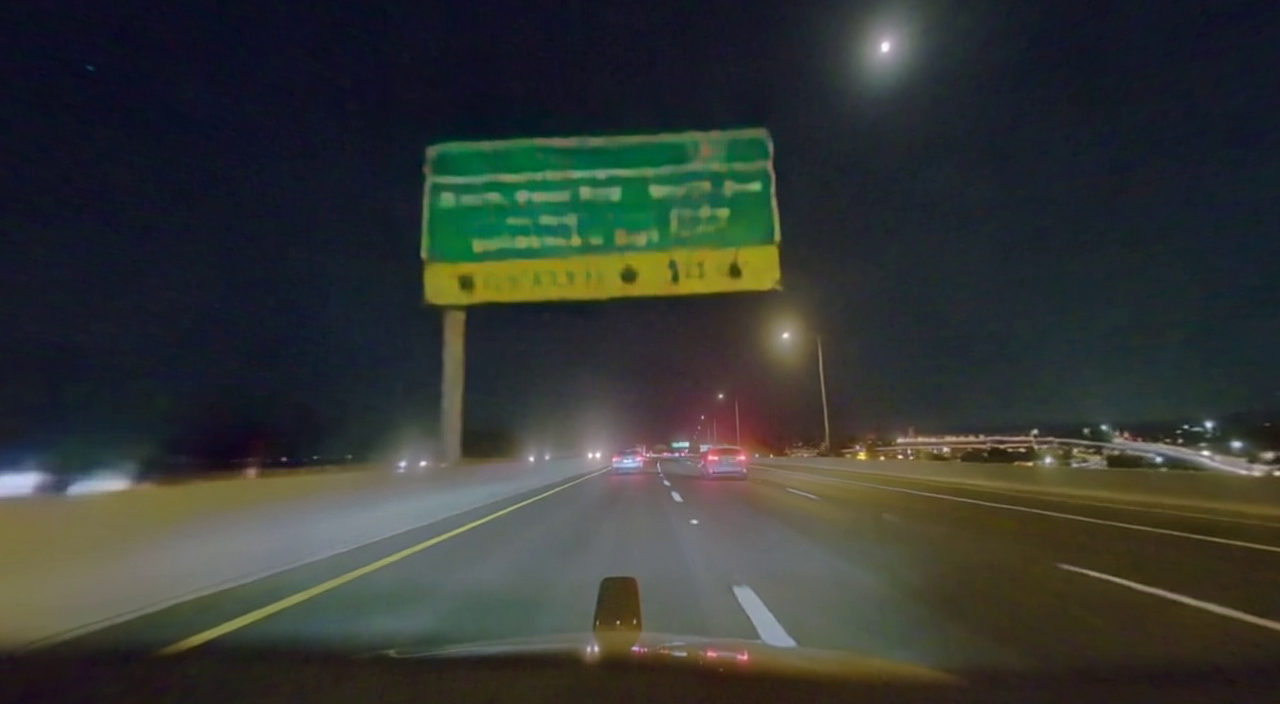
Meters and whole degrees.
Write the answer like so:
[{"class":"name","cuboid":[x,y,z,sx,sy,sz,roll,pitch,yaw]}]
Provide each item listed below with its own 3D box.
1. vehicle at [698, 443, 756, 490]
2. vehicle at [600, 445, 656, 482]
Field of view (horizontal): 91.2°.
[{"class":"vehicle","cuboid":[3.248,4.274,23.771,1.969,1.595,3.964,-1,-9,6]},{"class":"vehicle","cuboid":[-0.490,5.178,29.361,2.084,1.594,4.219,-1,-9,6]}]
